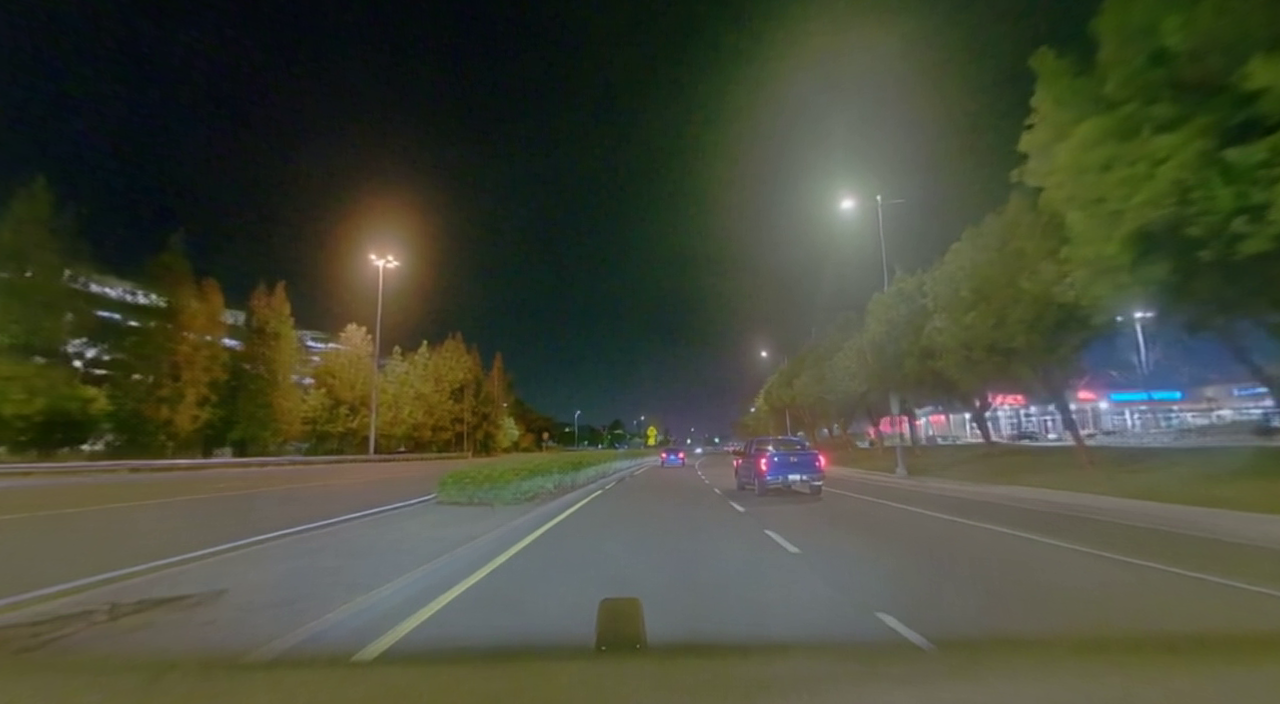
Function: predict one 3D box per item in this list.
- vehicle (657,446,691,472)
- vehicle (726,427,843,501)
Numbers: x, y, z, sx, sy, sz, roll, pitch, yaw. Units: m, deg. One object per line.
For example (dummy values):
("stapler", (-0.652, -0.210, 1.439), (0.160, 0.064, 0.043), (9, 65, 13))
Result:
("vehicle", (2.143, 6.577, 38.975), (1.968, 1.521, 4.262), (0, -9, 4))
("vehicle", (4.203, 3.384, 19.486), (2.367, 1.919, 5.651), (0, -9, 1))
